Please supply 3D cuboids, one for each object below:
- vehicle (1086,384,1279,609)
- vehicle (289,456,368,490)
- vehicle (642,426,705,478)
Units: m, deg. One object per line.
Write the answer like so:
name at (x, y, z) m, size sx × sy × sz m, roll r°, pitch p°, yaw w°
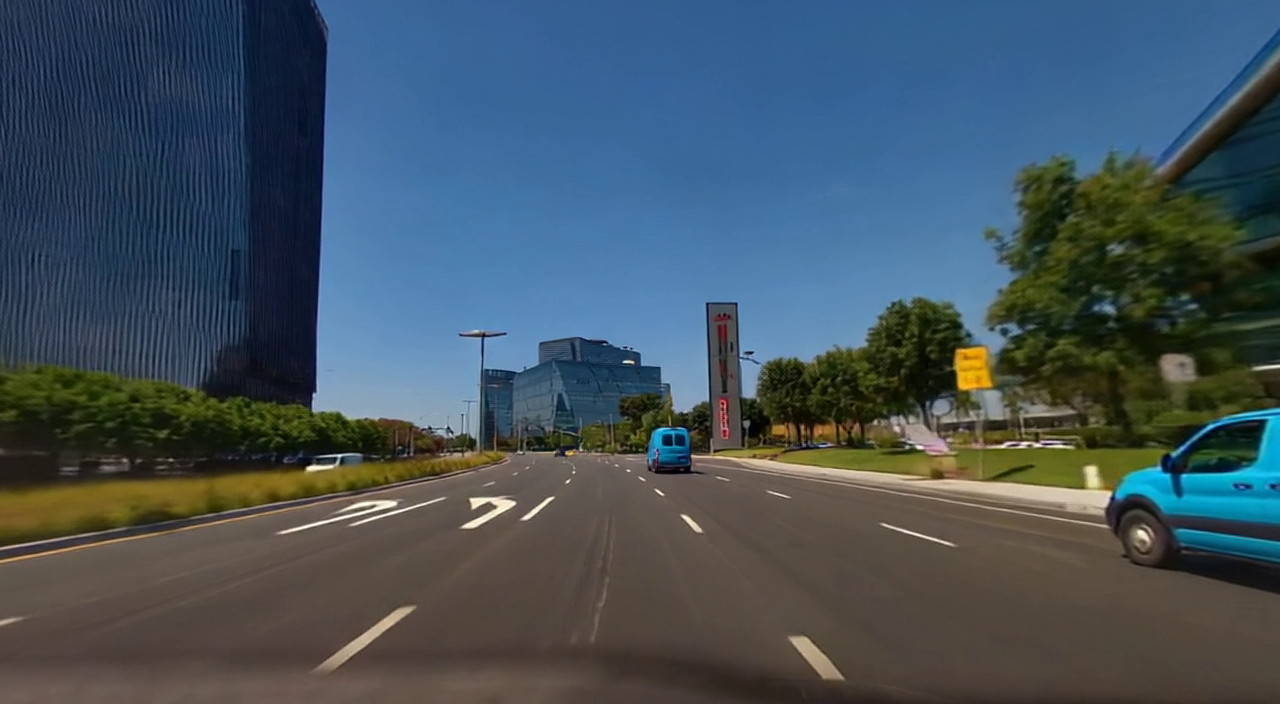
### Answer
vehicle at (5.958, 1.077, 4.641) m, size 1.992 × 1.726 × 4.434 m, roll 0°, pitch -9°, yaw -1°
vehicle at (-15.422, 5.963, 31.413) m, size 1.893 × 1.447 × 4.581 m, roll 0°, pitch -8°, yaw -4°
vehicle at (1.475, 4.759, 30.195) m, size 2.339 × 2.244 × 4.817 m, roll 0°, pitch -9°, yaw -5°
